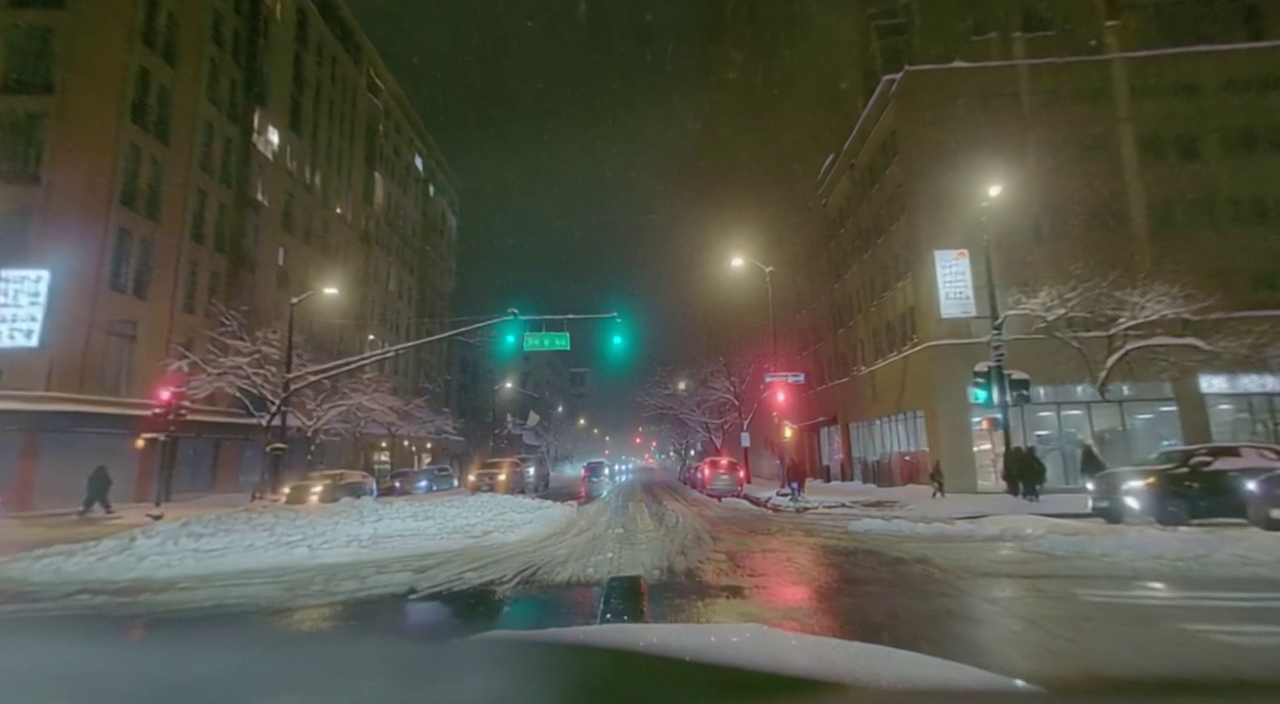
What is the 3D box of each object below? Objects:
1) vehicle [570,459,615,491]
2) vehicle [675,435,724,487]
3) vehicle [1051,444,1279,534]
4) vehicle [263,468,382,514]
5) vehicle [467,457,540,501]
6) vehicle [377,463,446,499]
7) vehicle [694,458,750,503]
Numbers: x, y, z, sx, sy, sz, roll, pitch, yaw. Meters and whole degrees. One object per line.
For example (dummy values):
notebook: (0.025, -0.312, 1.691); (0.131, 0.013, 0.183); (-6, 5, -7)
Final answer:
vehicle: (-2.460, 6.493, 33.393); (1.973, 1.496, 3.713); (0, -8, 2)
vehicle: (4.241, 7.944, 46.518); (2.989, 3.455, 7.975); (0, -8, 1)
vehicle: (11.350, 2.763, 13.017); (4.288, 1.689, 1.909); (0, -9, 2)
vehicle: (-12.158, 5.324, 24.544); (1.934, 1.434, 4.636); (-1, -8, 4)
vehicle: (-5.594, 5.250, 26.392); (1.942, 1.559, 4.298); (0, -8, 2)
vehicle: (-11.733, 6.615, 32.604); (1.933, 1.628, 3.973); (0, -8, 2)
vehicle: (3.616, 5.737, 28.470); (1.924, 1.765, 3.954); (0, -8, -1)
